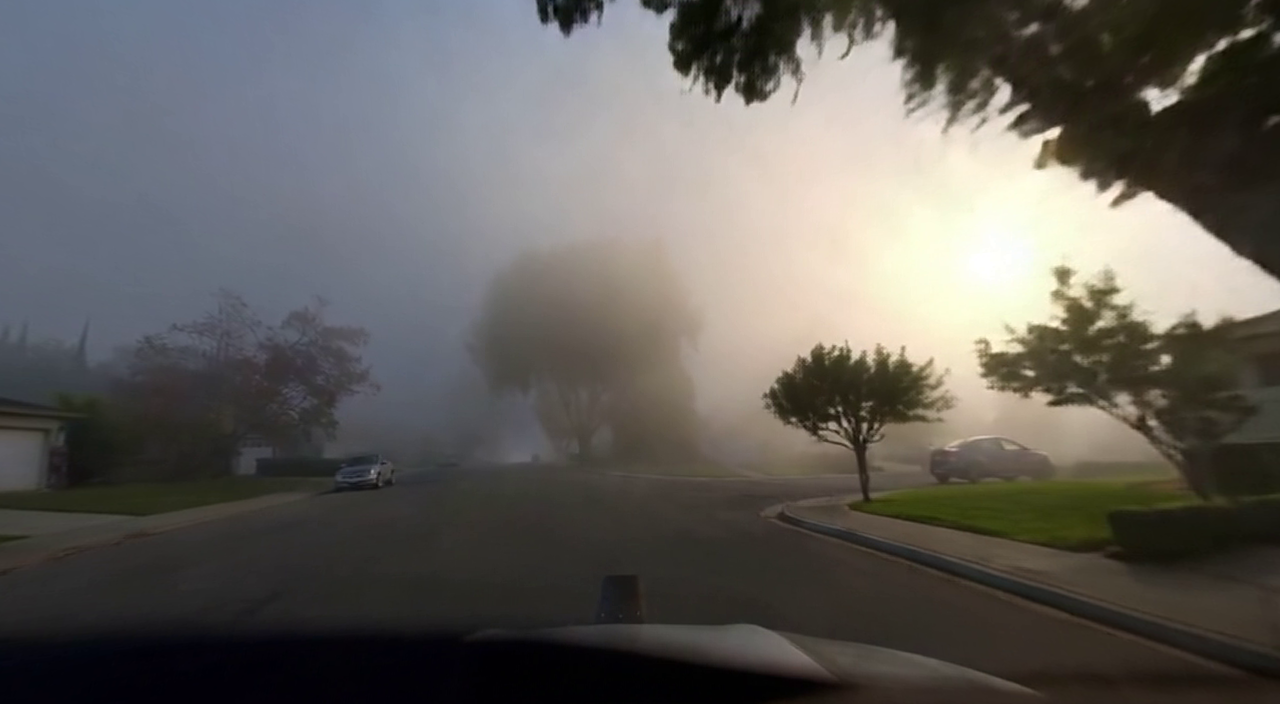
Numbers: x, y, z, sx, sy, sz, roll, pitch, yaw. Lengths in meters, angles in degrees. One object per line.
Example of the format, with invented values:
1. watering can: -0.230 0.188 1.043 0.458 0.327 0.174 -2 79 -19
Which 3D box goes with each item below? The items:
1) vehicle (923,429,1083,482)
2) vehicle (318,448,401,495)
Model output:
1. vehicle: 13.360 3.796 23.275 4.933 1.817 2.014 1 -8 -12
2. vehicle: -10.516 4.479 23.922 1.938 1.499 4.290 -2 -9 -11
